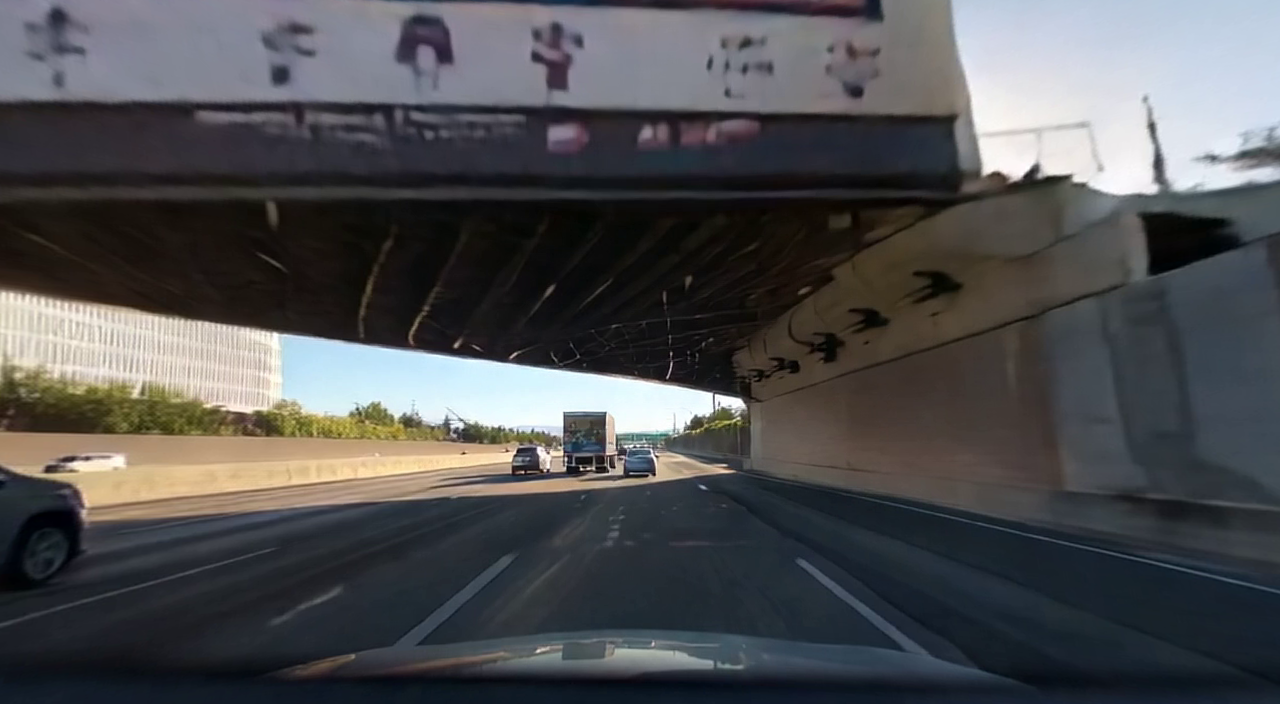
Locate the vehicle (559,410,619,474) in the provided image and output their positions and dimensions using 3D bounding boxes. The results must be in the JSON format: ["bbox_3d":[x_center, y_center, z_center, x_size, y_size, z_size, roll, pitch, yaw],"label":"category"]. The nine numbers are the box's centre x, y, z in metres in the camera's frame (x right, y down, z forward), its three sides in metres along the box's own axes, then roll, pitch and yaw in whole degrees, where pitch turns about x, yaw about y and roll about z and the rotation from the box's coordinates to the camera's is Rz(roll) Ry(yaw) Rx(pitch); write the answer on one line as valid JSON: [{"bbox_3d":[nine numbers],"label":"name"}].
[{"bbox_3d":[-2.930,5.563,38.832,2.794,3.460,8.595,0,-9,1],"label":"vehicle"}]

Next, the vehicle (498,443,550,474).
[{"bbox_3d":[-6.606,6.124,36.473,2.124,1.674,4.541,0,-9,1],"label":"vehicle"}]

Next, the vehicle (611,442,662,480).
[{"bbox_3d":[-0.179,4.915,28.715,2.168,1.597,3.615,0,-9,-1],"label":"vehicle"}]
